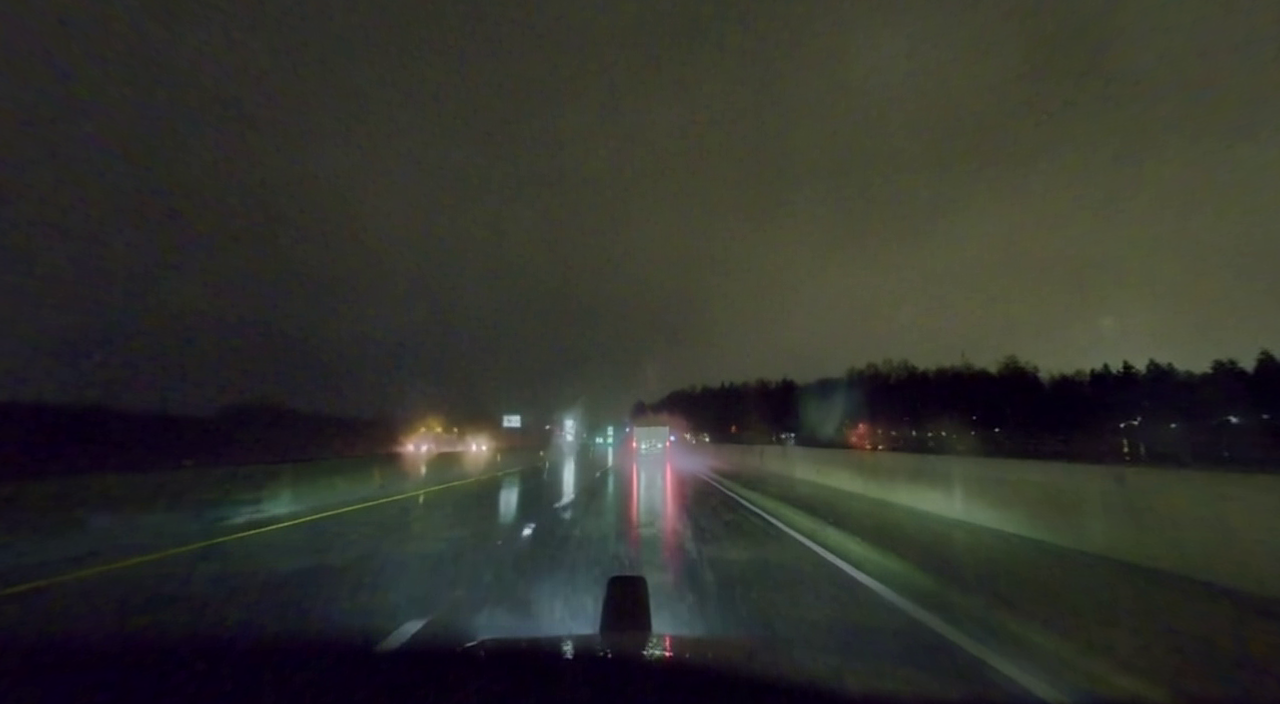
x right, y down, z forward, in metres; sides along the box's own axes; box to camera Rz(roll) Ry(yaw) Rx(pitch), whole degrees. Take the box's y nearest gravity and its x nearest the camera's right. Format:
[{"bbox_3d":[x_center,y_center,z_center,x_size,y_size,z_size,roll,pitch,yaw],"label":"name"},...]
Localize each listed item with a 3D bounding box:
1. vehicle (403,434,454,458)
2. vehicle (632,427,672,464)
[{"bbox_3d":[-16.087,7.200,48.152,1.994,1.747,4.842,0,-8,2],"label":"vehicle"},{"bbox_3d":[0.717,5.813,39.058,2.277,2.109,4.922,0,-8,0],"label":"vehicle"}]
